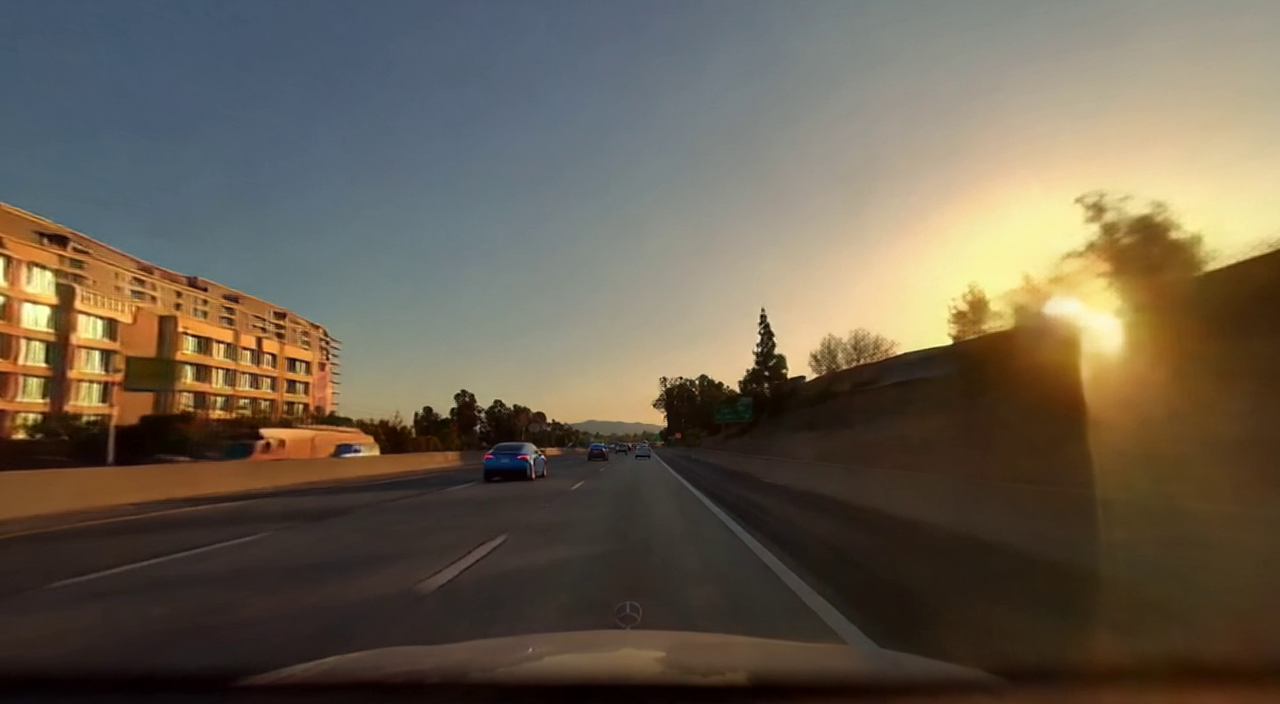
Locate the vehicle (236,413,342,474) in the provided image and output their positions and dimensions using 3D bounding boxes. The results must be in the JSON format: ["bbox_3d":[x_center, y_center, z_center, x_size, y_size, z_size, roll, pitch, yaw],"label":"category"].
[{"bbox_3d":[-25.043,6.600,45.641,2.979,3.958,8.184,0,-8,-1],"label":"vehicle"}]

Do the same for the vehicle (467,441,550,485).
[{"bbox_3d":[-4.733,4.050,23.436,2.083,1.471,4.350,0,-8,1],"label":"vehicle"}]
